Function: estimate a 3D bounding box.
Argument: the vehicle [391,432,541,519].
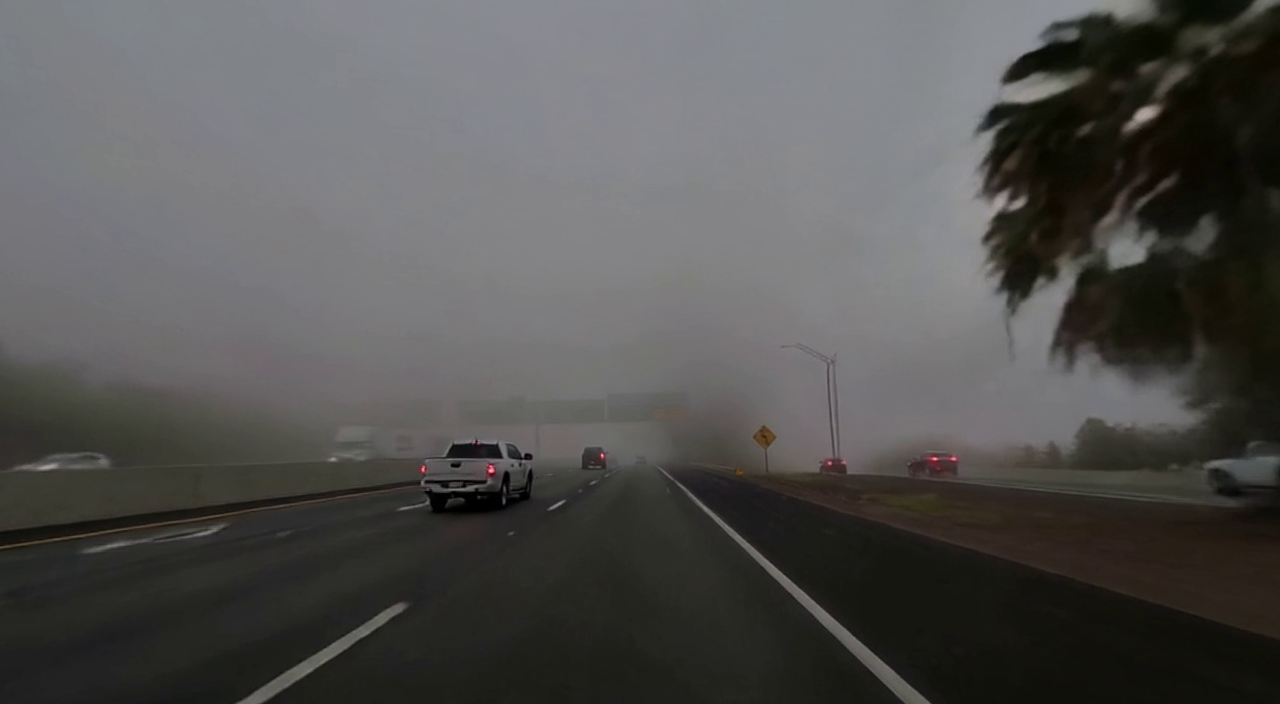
[{"bbox_3d":[-3.910,2.865,15.213,2.162,1.747,4.791,0,-9,1],"label":"vehicle"}]

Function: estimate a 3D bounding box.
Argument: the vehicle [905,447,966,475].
[{"bbox_3d":[20.329,7.504,43.542,2.033,1.794,5.116,-1,-9,4],"label":"vehicle"}]

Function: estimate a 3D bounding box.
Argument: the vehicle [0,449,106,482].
[{"bbox_3d":[-32.205,6.156,34.476,1.786,1.680,4.588,0,-9,2],"label":"vehicle"}]
